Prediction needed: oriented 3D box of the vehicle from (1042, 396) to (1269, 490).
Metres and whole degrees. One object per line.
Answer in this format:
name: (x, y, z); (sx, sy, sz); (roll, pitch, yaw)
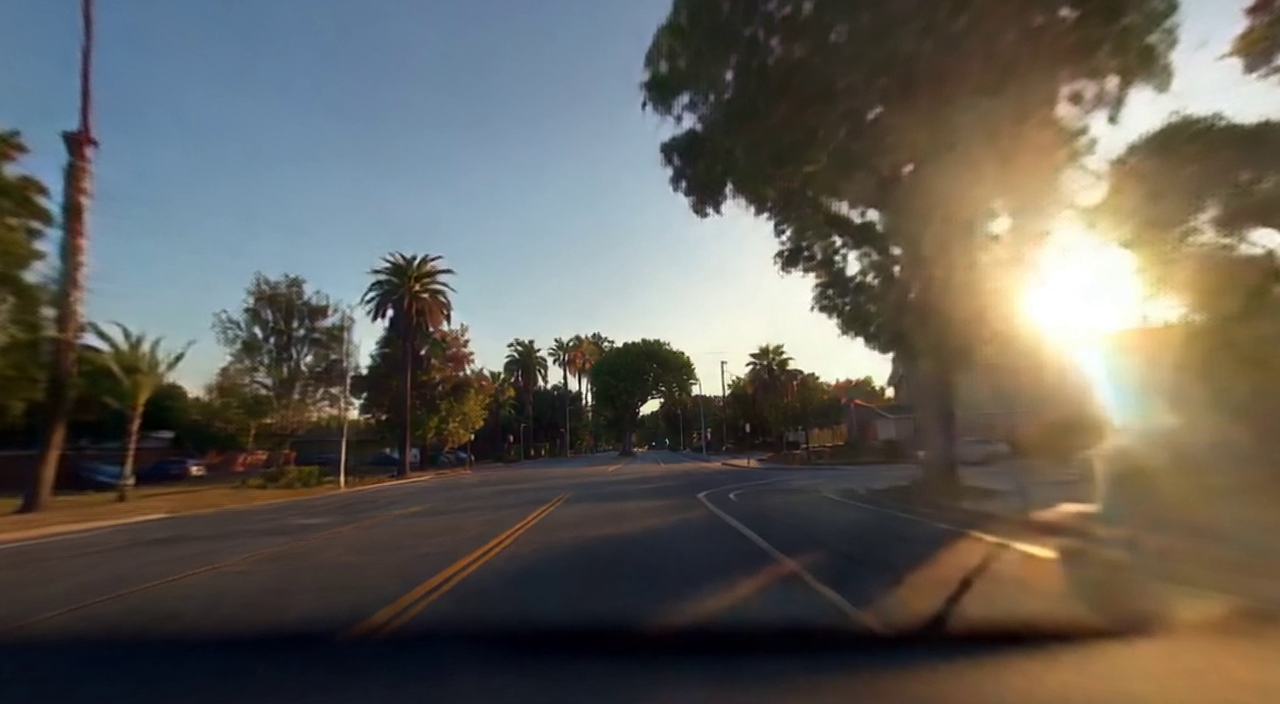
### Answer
vehicle: (12.771, 2.261, 15.682); (4.963, 2.031, 2.132); (4, -9, -23)

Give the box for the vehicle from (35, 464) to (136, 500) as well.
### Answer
vehicle: (-26.083, 6.044, 29.706); (4.452, 1.466, 1.910); (-4, -10, 27)

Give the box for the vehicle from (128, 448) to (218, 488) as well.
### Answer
vehicle: (-26.356, 6.466, 35.640); (4.714, 1.999, 2.272); (-5, -8, 30)

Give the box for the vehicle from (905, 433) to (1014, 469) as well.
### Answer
vehicle: (16.214, 5.026, 32.235); (4.296, 1.701, 2.255); (0, -8, -1)

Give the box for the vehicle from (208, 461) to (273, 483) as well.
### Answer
vehicle: (-30.628, 9.146, 48.432); (4.858, 1.473, 2.034); (-5, -9, 29)
